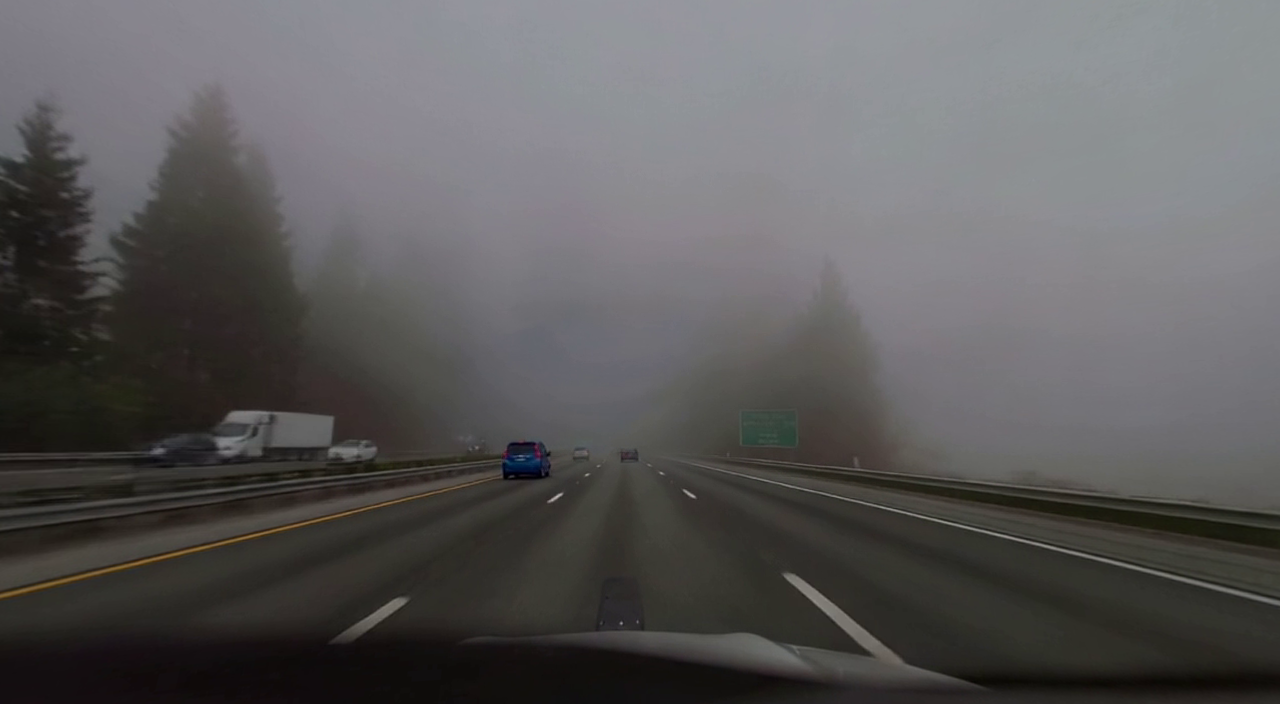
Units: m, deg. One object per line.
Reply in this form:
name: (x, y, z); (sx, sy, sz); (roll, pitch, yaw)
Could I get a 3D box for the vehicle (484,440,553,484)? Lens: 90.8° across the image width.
vehicle: (-4.984, 4.541, 26.411); (2.088, 1.675, 4.108); (0, -9, 0)

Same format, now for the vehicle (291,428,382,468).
vehicle: (-13.694, 4.391, 28.820); (1.934, 1.650, 4.563); (0, -9, -1)

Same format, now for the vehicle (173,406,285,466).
vehicle: (-17.853, 3.722, 27.690); (2.131, 2.428, 4.017); (0, -9, 0)

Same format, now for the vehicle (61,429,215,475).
vehicle: (-17.701, 3.558, 22.576); (1.851, 1.453, 4.488); (0, -9, -1)
